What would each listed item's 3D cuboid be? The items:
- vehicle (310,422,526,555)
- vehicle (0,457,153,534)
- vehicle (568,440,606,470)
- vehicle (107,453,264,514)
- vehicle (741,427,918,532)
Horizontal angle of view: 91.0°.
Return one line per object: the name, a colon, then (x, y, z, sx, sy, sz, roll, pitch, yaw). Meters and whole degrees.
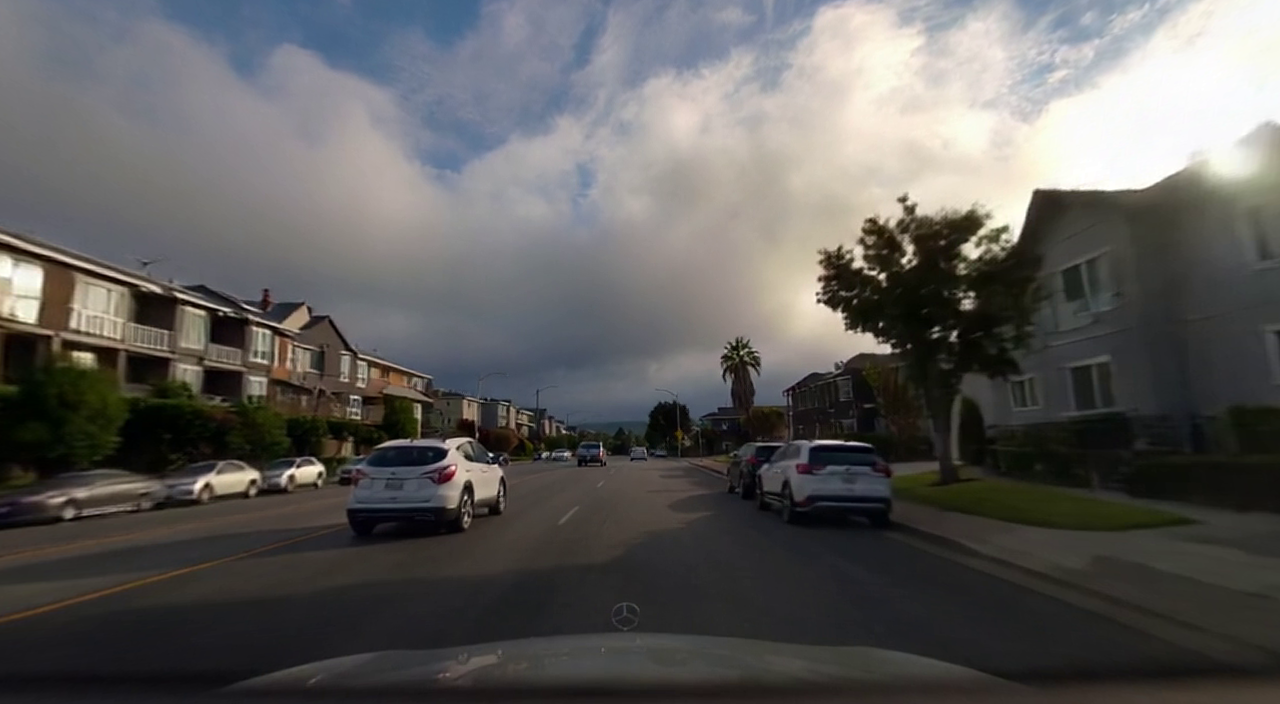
vehicle: (-3.173, 2.021, 9.990, 1.929, 1.651, 3.948, 0, -9, 0)
vehicle: (-13.731, 3.167, 14.394, 1.787, 1.461, 4.367, 0, -9, -2)
vehicle: (-3.408, 6.721, 41.277, 1.994, 1.810, 5.057, 0, -9, 1)
vehicle: (-13.785, 3.961, 19.475, 1.812, 1.467, 4.253, -4, -8, -2)
vehicle: (3.707, 2.605, 13.626, 2.125, 1.768, 5.544, 0, -9, 0)
